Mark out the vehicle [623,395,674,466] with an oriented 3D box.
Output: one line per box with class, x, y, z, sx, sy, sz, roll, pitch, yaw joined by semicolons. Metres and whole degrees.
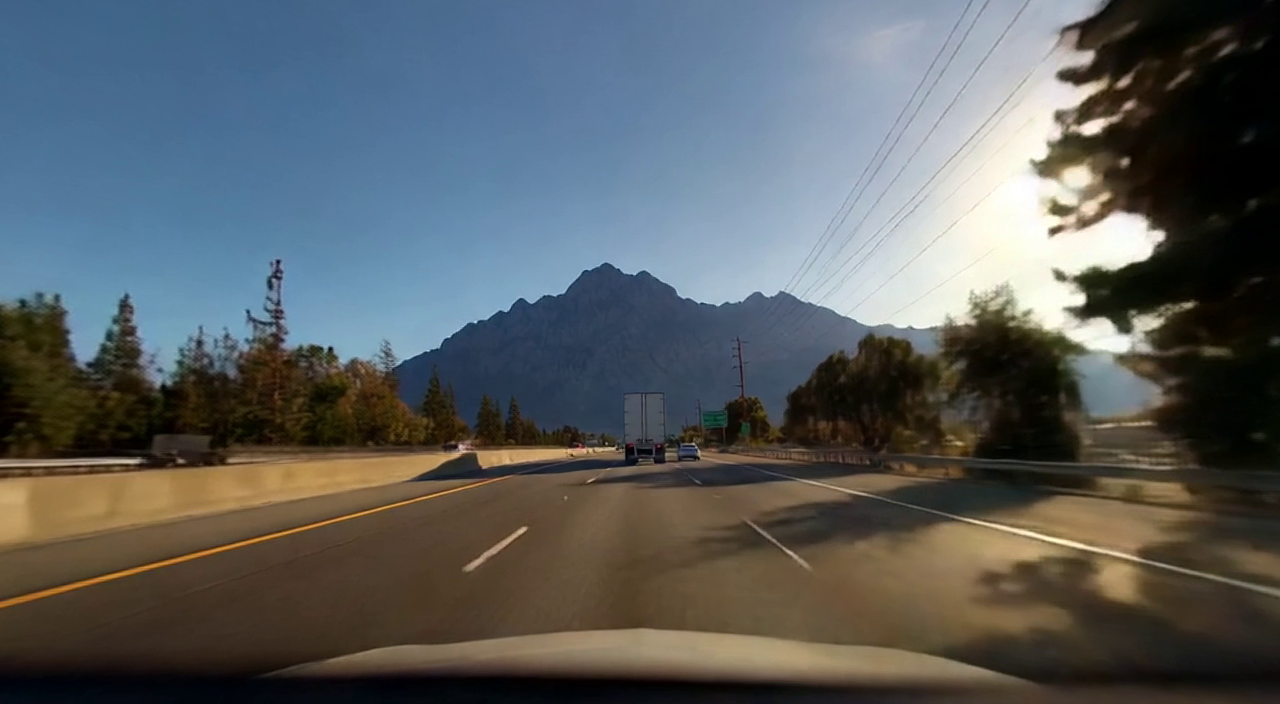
vehicle;0.429;5.353;42.107;2.919;4.101;11.541;0;-8;-1
